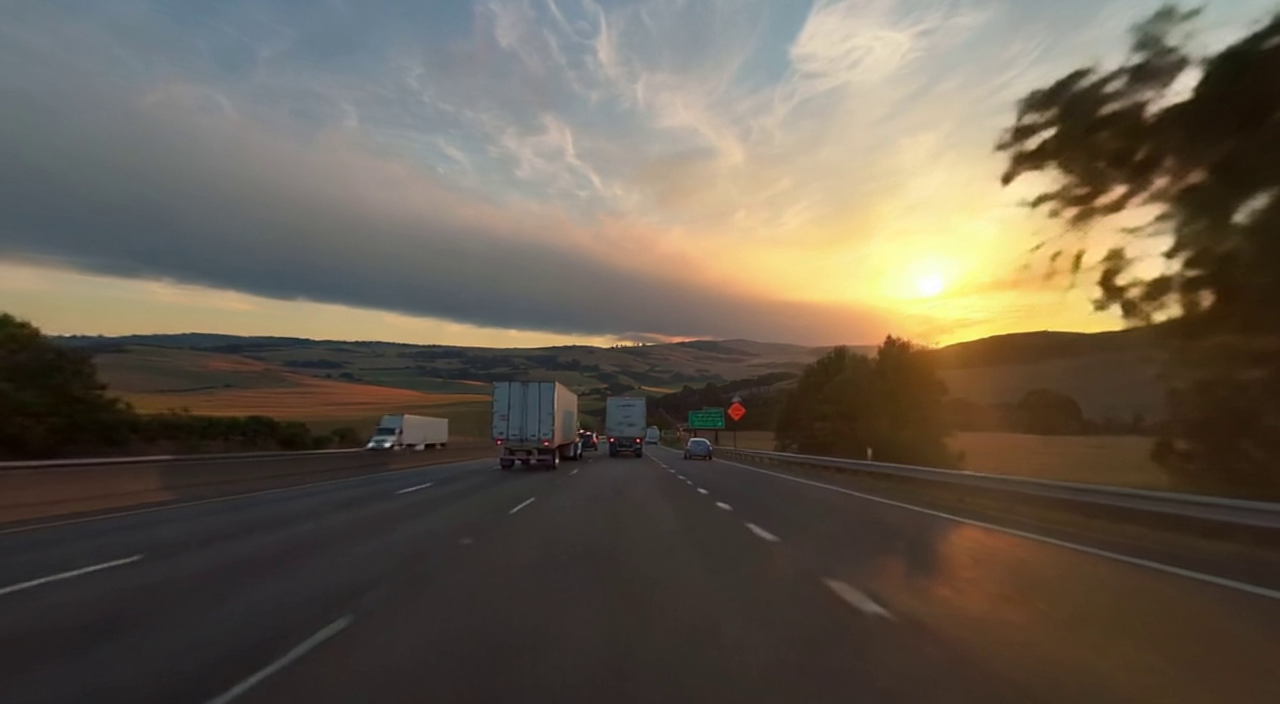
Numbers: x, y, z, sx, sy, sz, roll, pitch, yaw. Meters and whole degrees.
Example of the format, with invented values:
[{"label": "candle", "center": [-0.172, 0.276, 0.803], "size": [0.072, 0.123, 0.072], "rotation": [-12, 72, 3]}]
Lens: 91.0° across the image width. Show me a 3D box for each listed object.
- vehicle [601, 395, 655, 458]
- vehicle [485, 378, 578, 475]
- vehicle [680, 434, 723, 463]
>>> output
[{"label": "vehicle", "center": [-1.224, 6.021, 49.377], "size": [3.475, 4.037, 17.454], "rotation": [0, -8, -3]}, {"label": "vehicle", "center": [-4.163, 3.110, 25.703], "size": [2.728, 3.405, 7.096], "rotation": [0, -8, -2]}, {"label": "vehicle", "center": [3.348, 5.301, 34.796], "size": [1.891, 1.477, 3.599], "rotation": [0, -8, -2]}]
